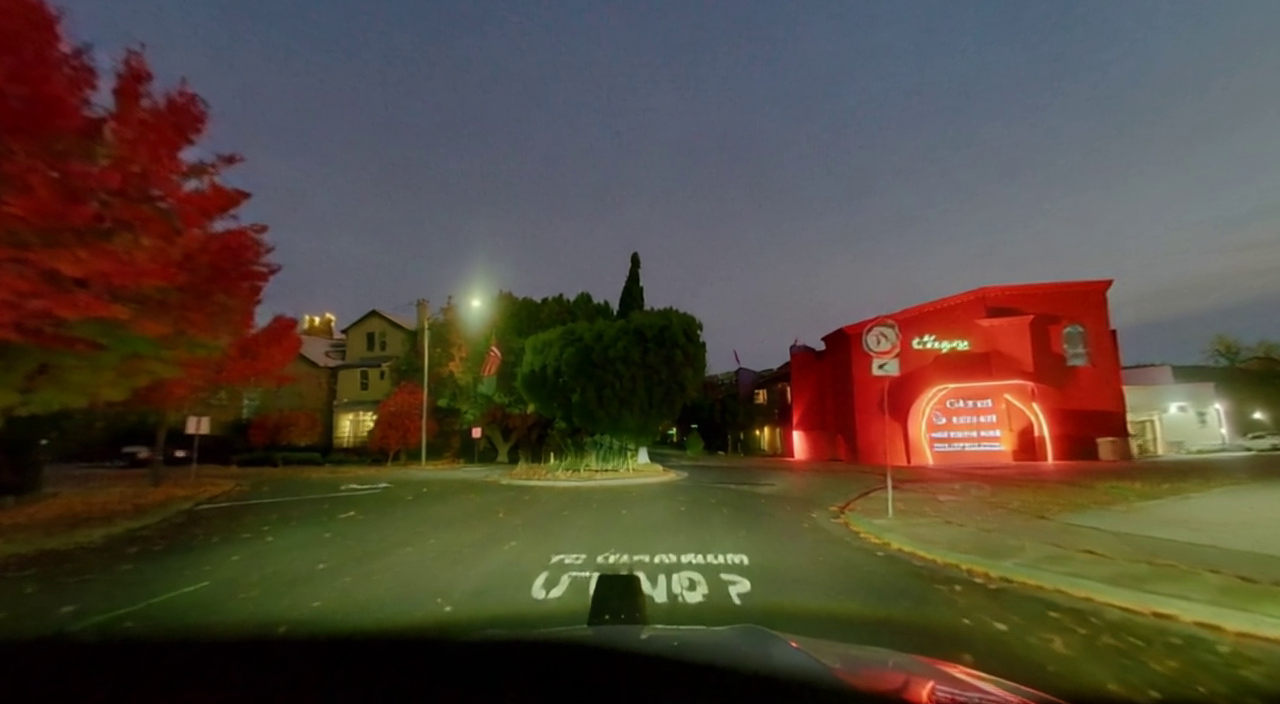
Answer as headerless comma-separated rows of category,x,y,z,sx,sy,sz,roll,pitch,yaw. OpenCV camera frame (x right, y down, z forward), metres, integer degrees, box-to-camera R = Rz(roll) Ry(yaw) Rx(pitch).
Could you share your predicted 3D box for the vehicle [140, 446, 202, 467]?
vehicle,-34.929,7.810,47.012,3.362,1.404,1.588,-2,-8,0
